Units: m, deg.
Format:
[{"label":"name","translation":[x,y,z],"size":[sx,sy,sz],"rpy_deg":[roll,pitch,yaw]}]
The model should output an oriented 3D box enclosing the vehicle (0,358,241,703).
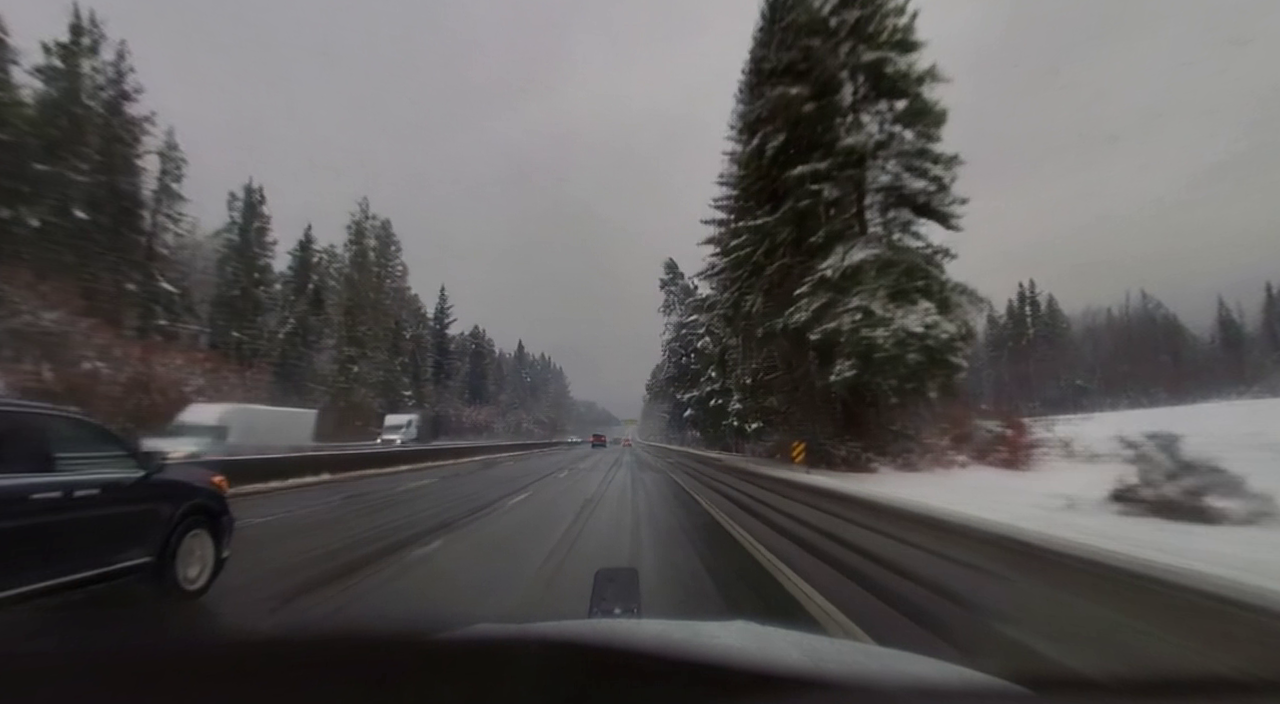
[{"label":"vehicle","translation":[-4.144,0.843,2.842],"size":[2.034,1.675,4.080],"rpy_deg":[0,-8,-1]}]
